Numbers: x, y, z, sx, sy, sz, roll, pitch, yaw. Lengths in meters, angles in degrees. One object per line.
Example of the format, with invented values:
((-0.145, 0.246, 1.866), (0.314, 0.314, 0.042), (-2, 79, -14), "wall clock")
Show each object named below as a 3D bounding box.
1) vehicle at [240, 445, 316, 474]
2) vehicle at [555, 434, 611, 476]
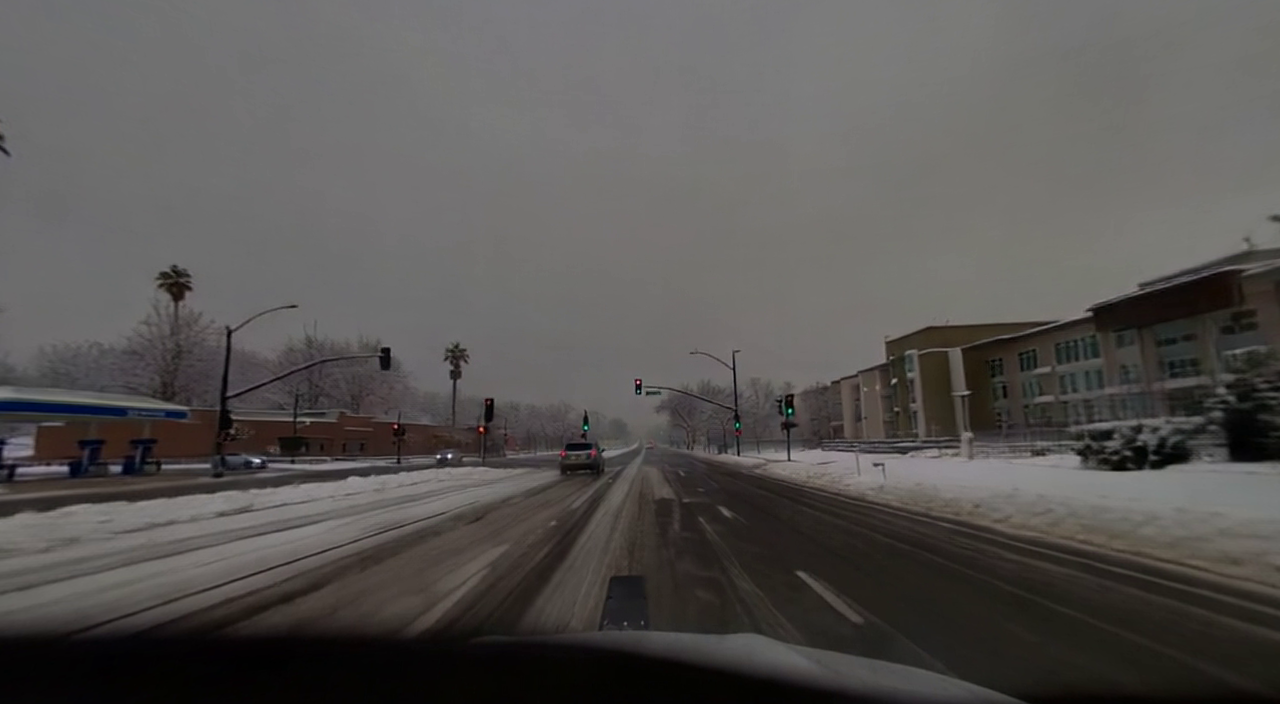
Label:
((-27.814, 8.271, 48.554), (4.597, 1.952, 2.040), (-3, -7, -1), "vehicle")
((-2.518, 4.703, 28.946), (2.011, 1.756, 4.478), (0, -9, 2), "vehicle")
